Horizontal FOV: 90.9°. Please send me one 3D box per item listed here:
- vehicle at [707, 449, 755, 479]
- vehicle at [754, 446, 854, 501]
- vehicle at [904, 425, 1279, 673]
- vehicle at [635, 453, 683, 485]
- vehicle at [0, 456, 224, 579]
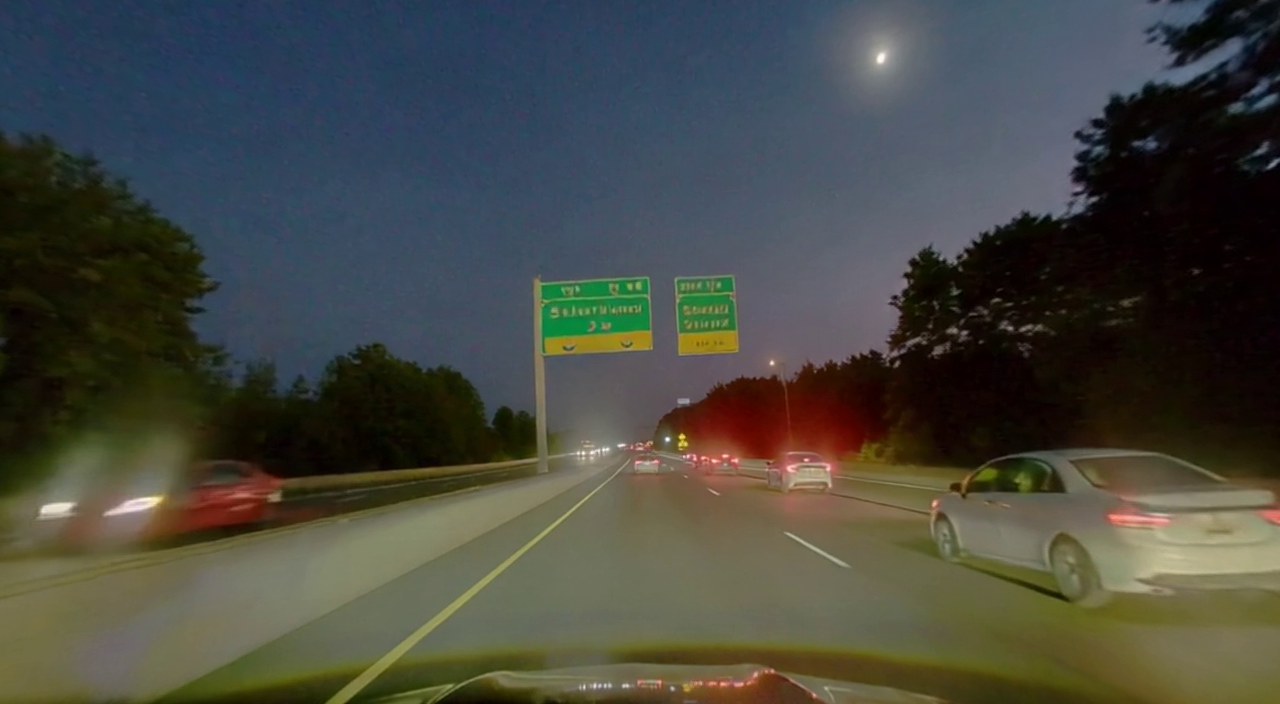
[{"bbox_3d":[4.887,6.069,34.293,1.952,1.495,3.740,0,-9,-1],"label":"vehicle"},{"bbox_3d":[4.873,3.684,19.483,1.827,1.462,4.697,0,-9,0],"label":"vehicle"},{"bbox_3d":[4.561,1.534,6.103,2.007,1.451,4.587,0,-9,0],"label":"vehicle"},{"bbox_3d":[0.827,5.204,28.298,2.012,1.320,3.777,0,-9,1],"label":"vehicle"},{"bbox_3d":[-8.578,2.306,9.528,1.866,1.427,3.871,0,-9,0],"label":"vehicle"}]
